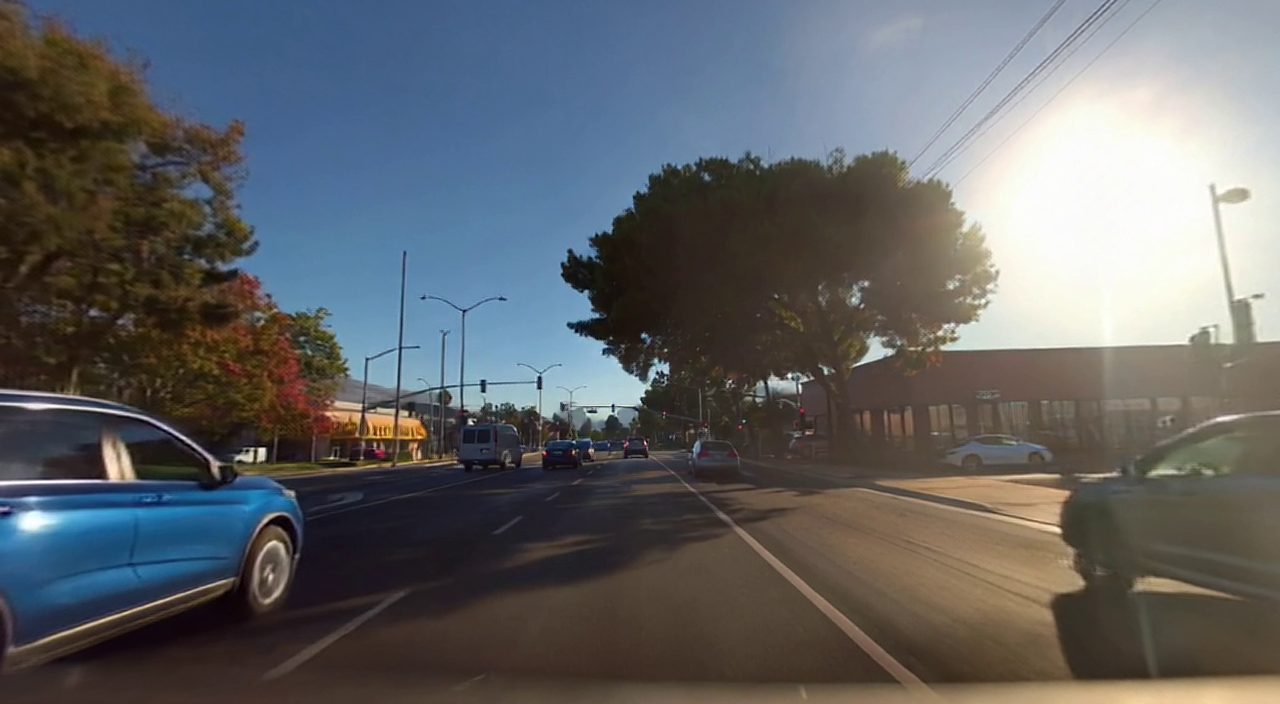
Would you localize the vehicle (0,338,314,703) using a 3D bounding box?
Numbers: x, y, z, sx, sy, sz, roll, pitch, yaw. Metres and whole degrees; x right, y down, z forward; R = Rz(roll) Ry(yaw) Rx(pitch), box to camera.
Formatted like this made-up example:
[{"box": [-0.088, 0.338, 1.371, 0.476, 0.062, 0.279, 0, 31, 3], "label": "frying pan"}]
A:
[{"box": [-3.927, 0.903, 3.408, 2.038, 1.748, 4.303, 0, -9, -1], "label": "vehicle"}]

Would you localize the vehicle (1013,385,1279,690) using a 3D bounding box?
[{"box": [4.573, 1.067, 3.730, 2.080, 1.661, 4.324, 0, -9, 1], "label": "vehicle"}]

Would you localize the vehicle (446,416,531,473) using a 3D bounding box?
[{"box": [-7.609, 4.799, 32.624, 2.863, 2.592, 6.410, 0, -9, -1], "label": "vehicle"}]

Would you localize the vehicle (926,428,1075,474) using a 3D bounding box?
[{"box": [14.426, 3.993, 25.407, 4.626, 1.562, 2.159, -2, -8, -3], "label": "vehicle"}]

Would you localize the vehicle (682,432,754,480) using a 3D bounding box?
[{"box": [3.074, 4.250, 25.941, 2.167, 1.792, 4.835, 1, -9, -2], "label": "vehicle"}]

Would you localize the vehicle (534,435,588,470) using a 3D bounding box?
[{"box": [-4.031, 5.265, 33.059, 2.133, 1.677, 4.727, 0, -9, 1], "label": "vehicle"}]
